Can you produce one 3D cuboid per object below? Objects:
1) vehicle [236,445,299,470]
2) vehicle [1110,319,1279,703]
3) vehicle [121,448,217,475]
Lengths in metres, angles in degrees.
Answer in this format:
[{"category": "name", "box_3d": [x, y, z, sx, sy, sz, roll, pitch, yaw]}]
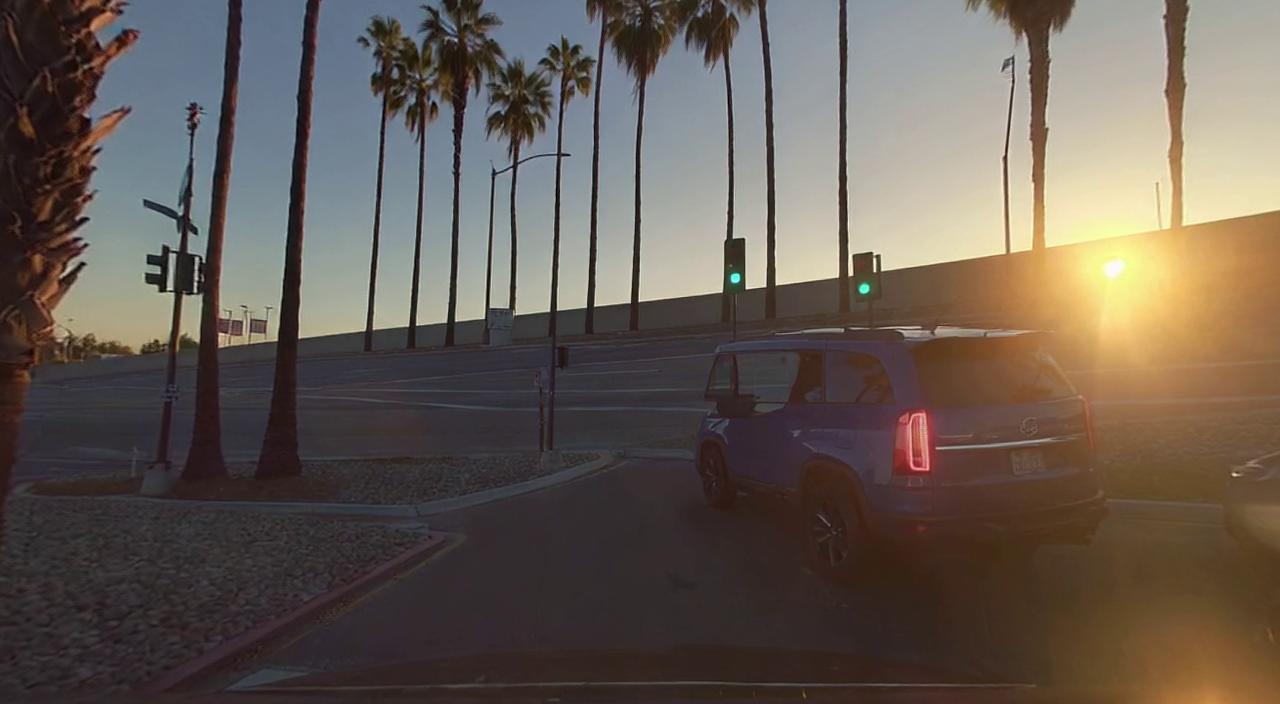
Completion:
[{"category": "vehicle", "box_3d": [-26.265, 7.423, 44.557, 1.941, 1.631, 4.017, 0, -9, 0]}, {"category": "vehicle", "box_3d": [3.457, 0.526, 0.801, 2.028, 1.770, 4.737, 0, -9, 0]}, {"category": "vehicle", "box_3d": [-26.564, 6.164, 35.687, 1.830, 1.443, 4.551, 0, -9, 2]}]
